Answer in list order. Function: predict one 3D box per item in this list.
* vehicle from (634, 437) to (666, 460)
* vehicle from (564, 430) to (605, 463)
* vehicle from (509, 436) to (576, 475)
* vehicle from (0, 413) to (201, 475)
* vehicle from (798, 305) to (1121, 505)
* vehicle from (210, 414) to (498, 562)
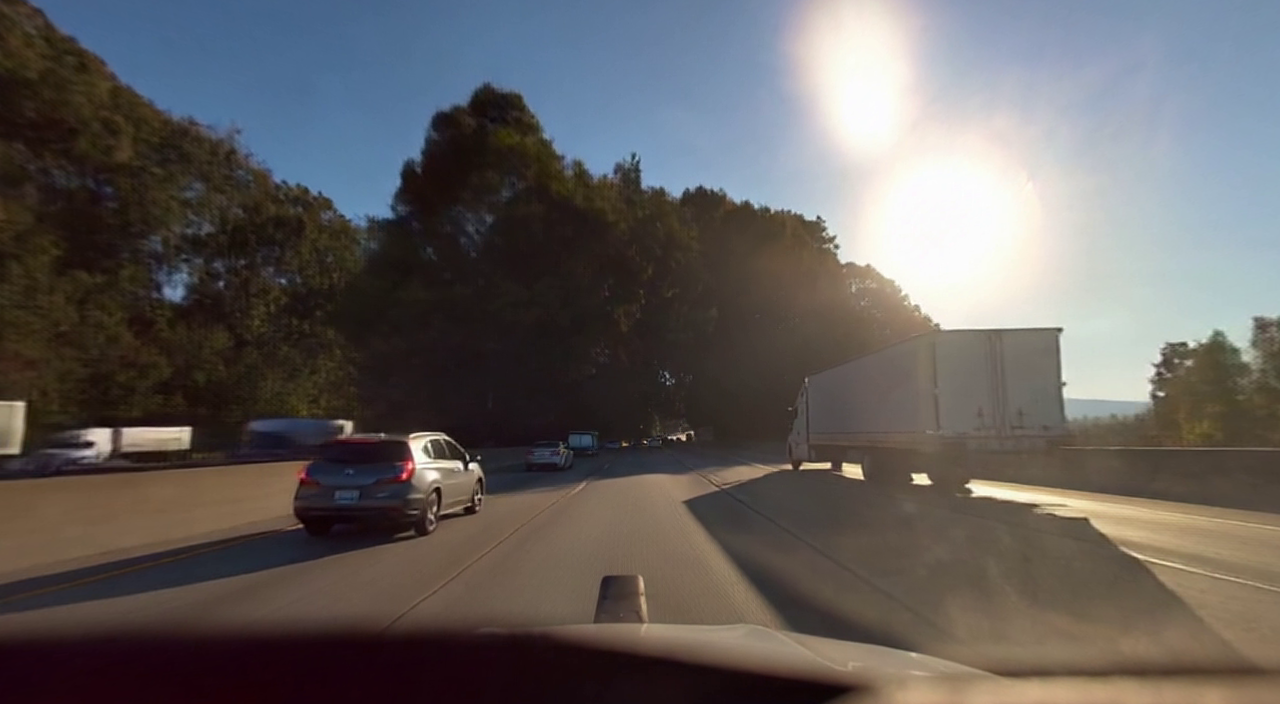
[{"bbox_3d":[0.643,6.456,42.431,2.004,1.465,3.842,0,-8,0],"label":"vehicle"},{"bbox_3d":[-3.300,5.723,38.362,2.064,1.826,4.263,0,-8,1],"label":"vehicle"},{"bbox_3d":[-3.897,4.185,25.881,2.013,1.460,4.027,0,-8,1],"label":"vehicle"},{"bbox_3d":[-27.712,4.719,32.789,2.707,2.733,9.393,0,-8,2],"label":"vehicle"},{"bbox_3d":[8.238,1.981,19.932,2.866,4.100,14.057,0,-8,0],"label":"vehicle"},{"bbox_3d":[-3.645,1.790,9.132,2.137,1.618,4.209,0,-8,1],"label":"vehicle"}]
